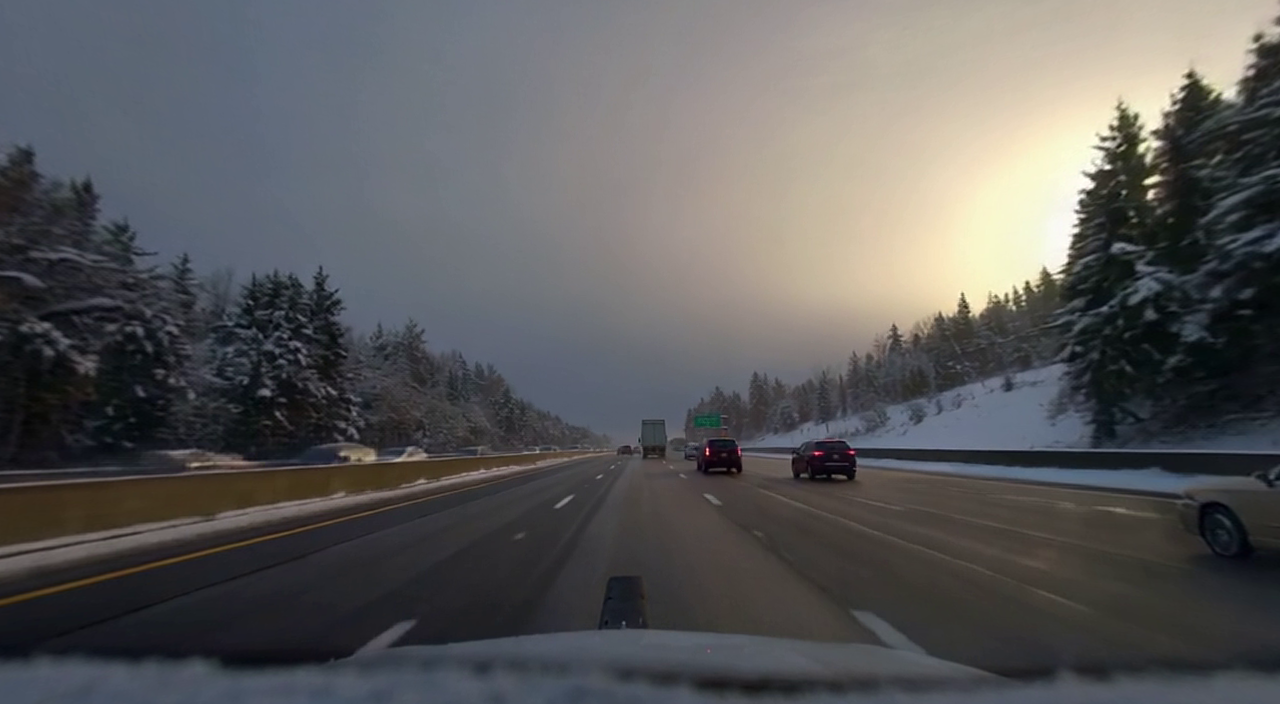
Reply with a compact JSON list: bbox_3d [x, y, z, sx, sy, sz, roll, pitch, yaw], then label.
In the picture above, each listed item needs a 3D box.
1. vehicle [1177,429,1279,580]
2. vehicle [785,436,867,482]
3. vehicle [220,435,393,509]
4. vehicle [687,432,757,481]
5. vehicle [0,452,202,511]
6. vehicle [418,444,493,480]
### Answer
[{"bbox_3d":[7.416,1.335,5.007,2.022,1.488,4.817,0,-8,-1],"label":"vehicle"},{"bbox_3d":[7.434,4.296,25.660,1.976,1.703,4.288,0,-8,-1],"label":"vehicle"},{"bbox_3d":[-8.127,2.933,15.940,1.997,1.600,4.277,0,-8,0],"label":"vehicle"},{"bbox_3d":[3.346,4.393,26.866,2.209,1.862,4.717,0,-8,-2],"label":"vehicle"},{"bbox_3d":[-15.662,3.726,18.721,1.895,1.445,4.696,0,-8,0],"label":"vehicle"},{"bbox_3d":[-8.269,4.937,28.749,1.958,1.503,4.671,0,-8,1],"label":"vehicle"}]
